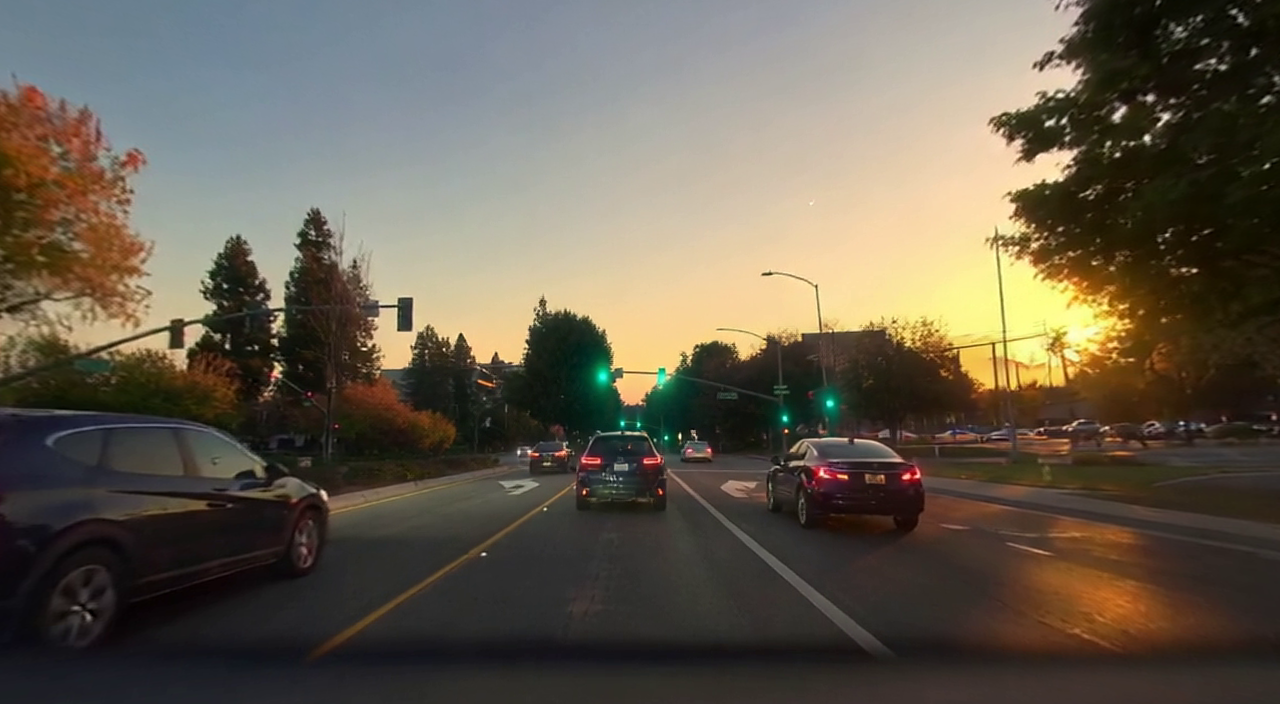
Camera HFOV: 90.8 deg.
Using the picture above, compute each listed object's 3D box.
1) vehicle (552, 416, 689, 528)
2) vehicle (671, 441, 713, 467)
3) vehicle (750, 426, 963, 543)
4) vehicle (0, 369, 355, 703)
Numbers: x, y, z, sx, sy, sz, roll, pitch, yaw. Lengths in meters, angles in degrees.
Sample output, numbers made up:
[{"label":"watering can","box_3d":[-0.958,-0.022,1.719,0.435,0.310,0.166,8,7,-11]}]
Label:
[{"label":"vehicle","box_3d":[-0.337,2.198,12.075,2.150,1.725,4.096,0,-8,-1]},{"label":"vehicle","box_3d":[3.100,6.223,38.752,2.171,1.469,4.420,0,-8,0]},{"label":"vehicle","box_3d":[3.267,2.077,10.548,2.068,1.541,4.041,0,-8,0]},{"label":"vehicle","box_3d":[-3.807,1.104,4.284,1.823,1.602,4.061,0,-8,0]}]
